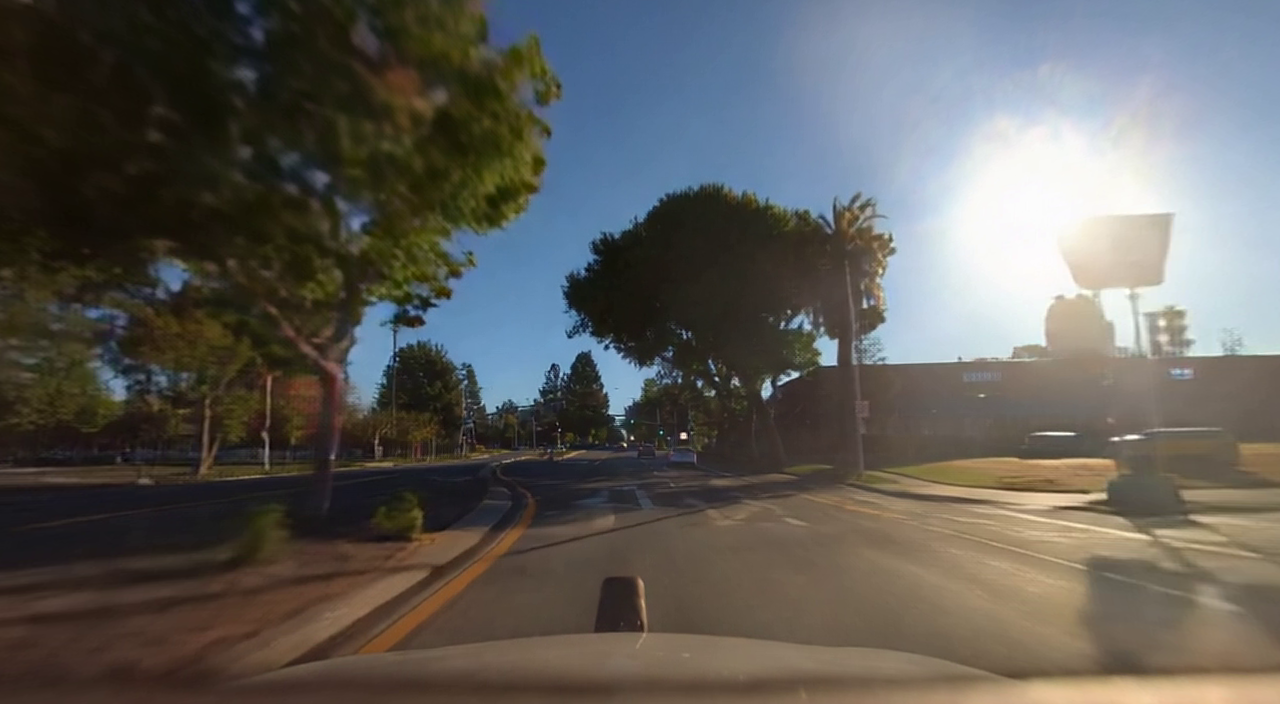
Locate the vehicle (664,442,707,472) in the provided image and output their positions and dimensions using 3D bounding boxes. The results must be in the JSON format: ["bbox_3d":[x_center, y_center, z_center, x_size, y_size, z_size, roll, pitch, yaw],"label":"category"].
[{"bbox_3d":[2.485,5.847,35.502,1.961,1.580,4.020,0,-8,-2],"label":"vehicle"}]
